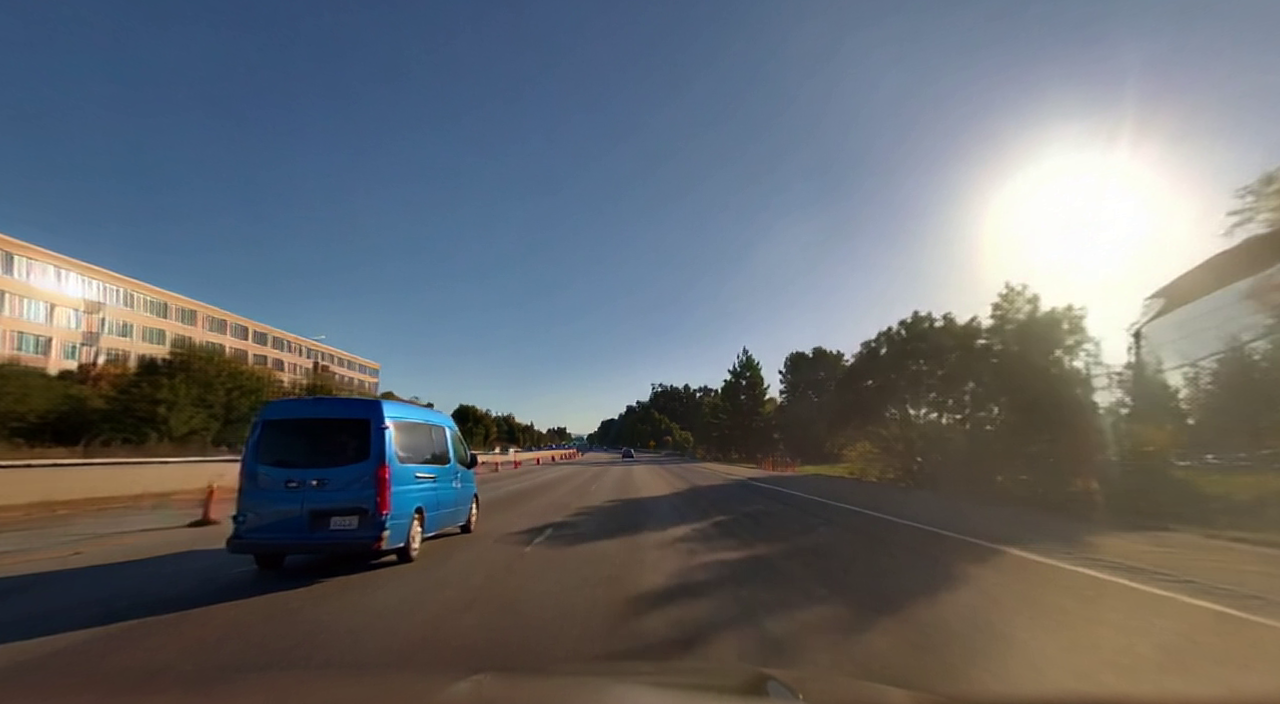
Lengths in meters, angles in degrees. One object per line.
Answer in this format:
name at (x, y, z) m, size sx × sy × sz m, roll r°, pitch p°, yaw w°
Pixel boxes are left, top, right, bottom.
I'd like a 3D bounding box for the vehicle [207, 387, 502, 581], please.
vehicle at (-3.436, 1.695, 8.829) m, size 2.046 × 1.982 × 4.465 m, roll 0°, pitch -9°, yaw -1°
